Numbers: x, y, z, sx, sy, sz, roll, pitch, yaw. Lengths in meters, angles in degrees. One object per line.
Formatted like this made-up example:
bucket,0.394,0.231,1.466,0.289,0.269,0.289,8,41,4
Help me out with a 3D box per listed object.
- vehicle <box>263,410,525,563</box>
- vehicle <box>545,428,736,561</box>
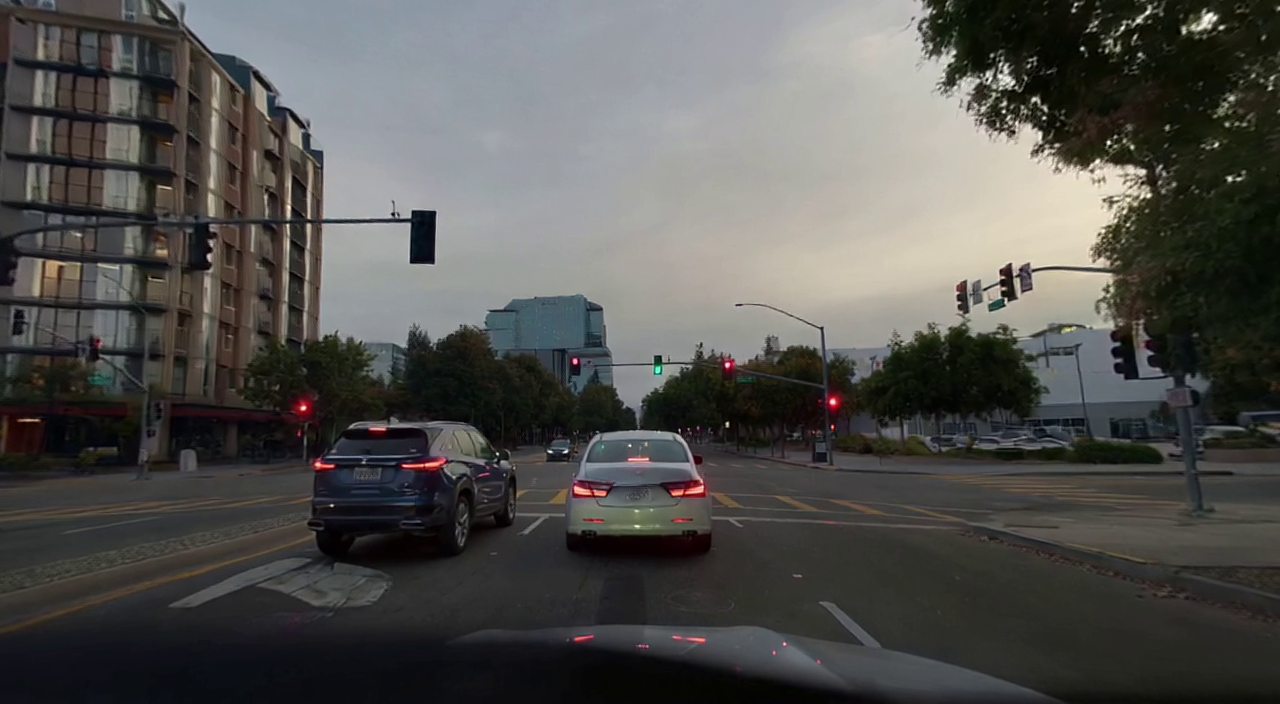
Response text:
vehicle,-3.200,1.857,9.446,2.081,1.719,4.434,0,-8,0
vehicle,0.004,1.931,9.258,2.190,1.522,3.850,0,-8,0
